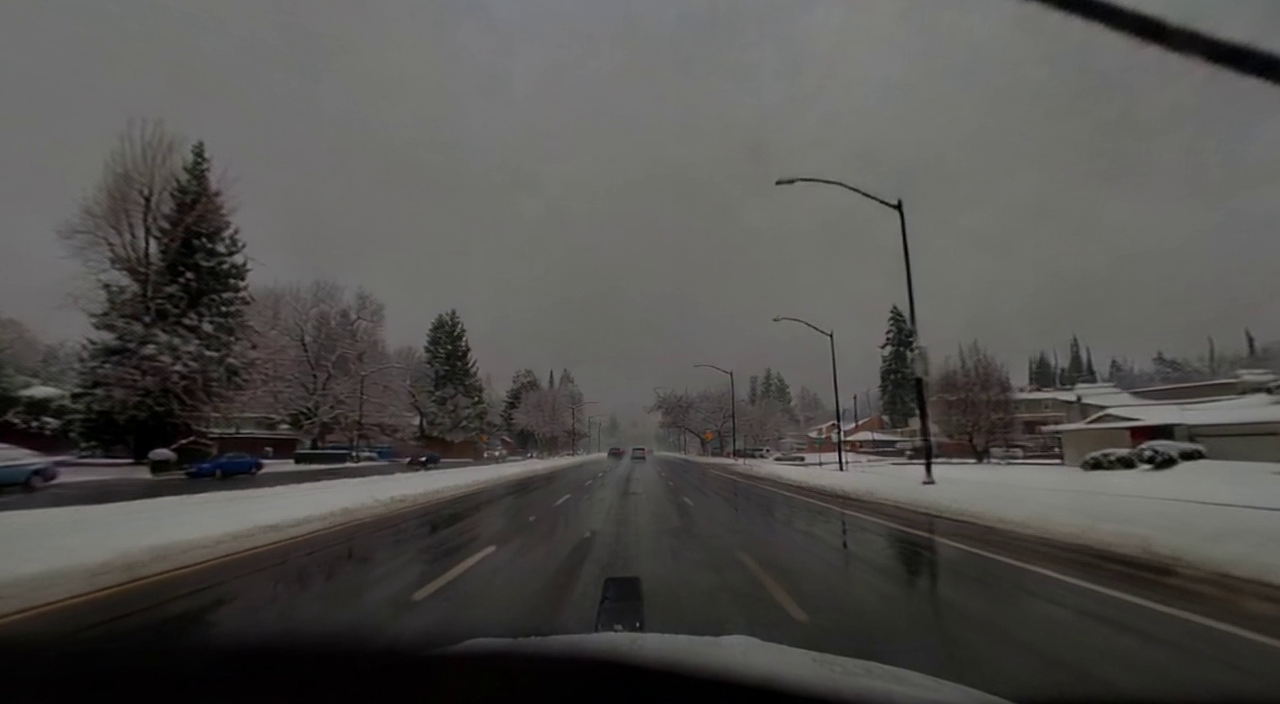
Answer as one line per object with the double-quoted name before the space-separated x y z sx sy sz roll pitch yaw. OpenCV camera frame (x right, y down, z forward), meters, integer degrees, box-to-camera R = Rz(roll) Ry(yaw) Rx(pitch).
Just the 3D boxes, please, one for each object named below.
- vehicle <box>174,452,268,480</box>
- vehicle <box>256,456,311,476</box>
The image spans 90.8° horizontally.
"vehicle" -24.688 6.719 37.487 1.916 1.524 4.993 -1 -9 3
"vehicle" -24.947 7.960 44.374 1.637 1.298 3.878 0 -9 0
